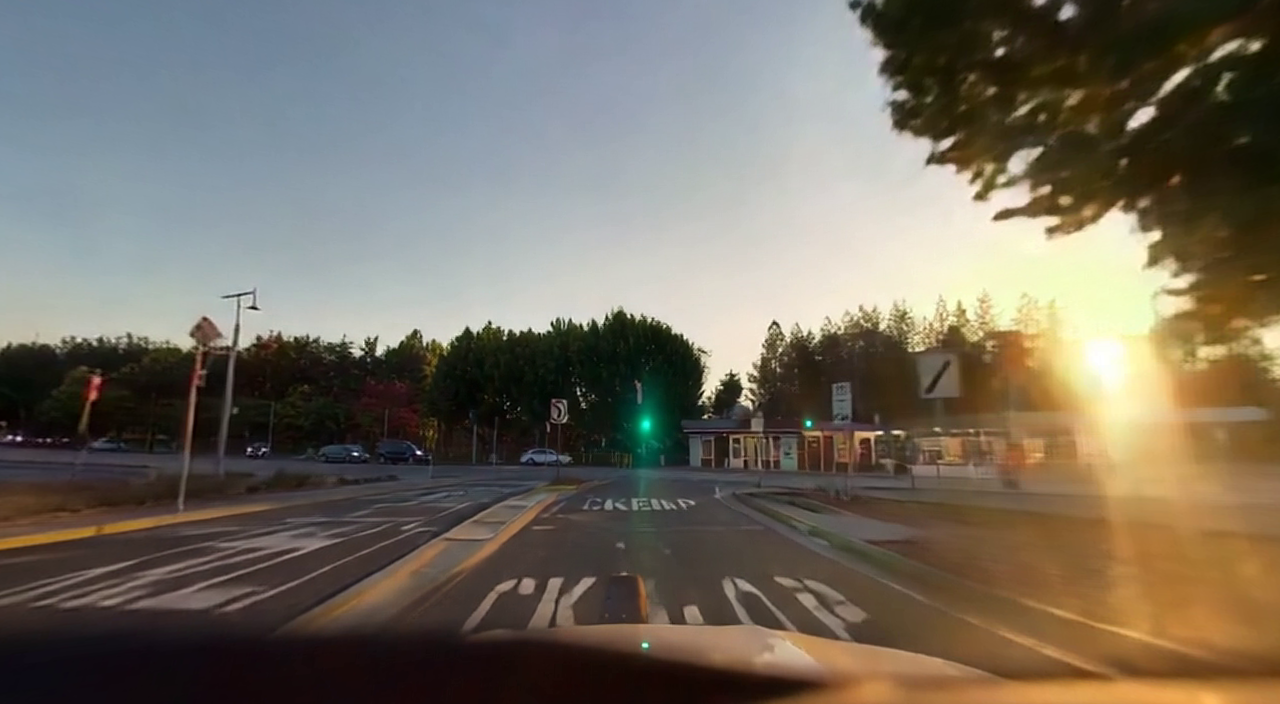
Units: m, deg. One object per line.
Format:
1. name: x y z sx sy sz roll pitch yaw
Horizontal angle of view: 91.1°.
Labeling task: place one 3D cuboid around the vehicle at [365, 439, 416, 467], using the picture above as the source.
1. vehicle: -18.351 7.482 46.470 2.337 1.934 4.843 2 -9 -8

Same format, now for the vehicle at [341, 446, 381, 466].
1. vehicle: -21.705 8.104 48.915 1.799 1.422 3.890 3 -8 -9

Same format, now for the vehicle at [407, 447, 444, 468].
1. vehicle: -15.311 7.553 45.009 1.789 1.399 4.236 2 -9 -9
